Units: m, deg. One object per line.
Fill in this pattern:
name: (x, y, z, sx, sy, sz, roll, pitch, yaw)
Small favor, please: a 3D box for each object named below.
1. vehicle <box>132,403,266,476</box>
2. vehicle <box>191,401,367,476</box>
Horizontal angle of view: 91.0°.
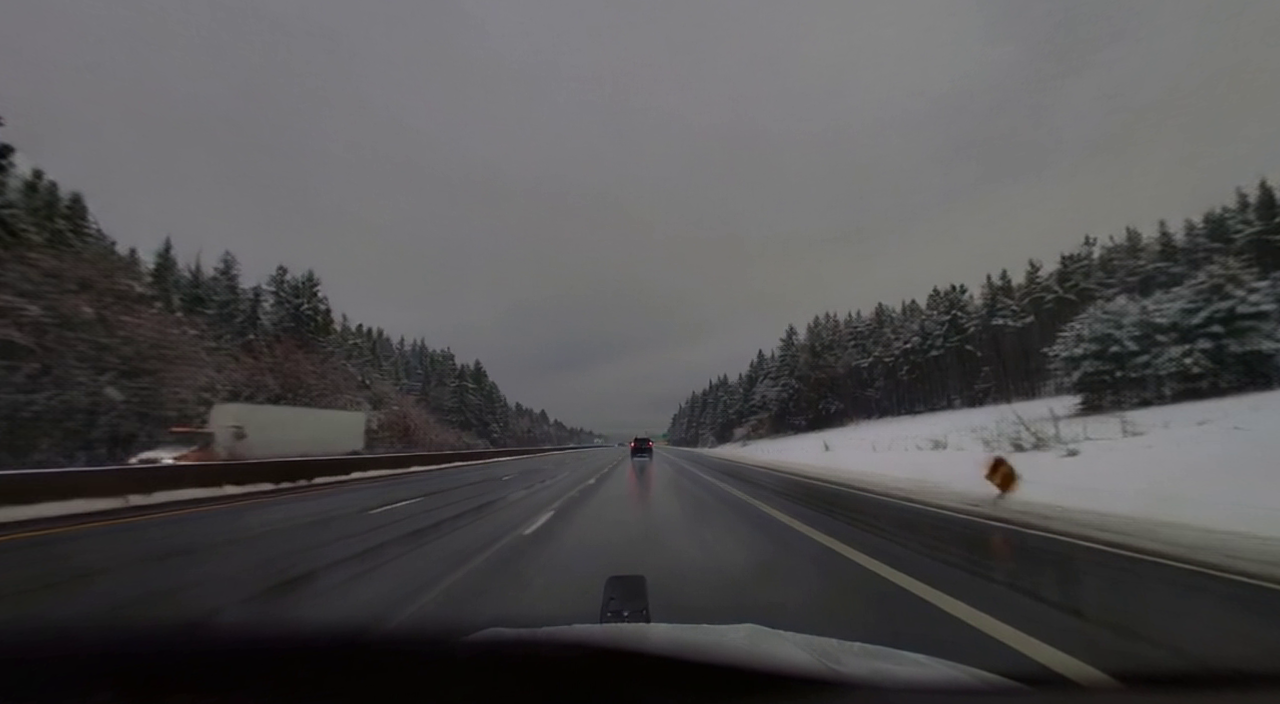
vehicle: (-22.018, 4.400, 31.813, 2.748, 3.336, 5.227, 1, -8, 1)
vehicle: (-22.181, 5.599, 40.421, 2.901, 3.911, 14.211, 0, -8, 0)
